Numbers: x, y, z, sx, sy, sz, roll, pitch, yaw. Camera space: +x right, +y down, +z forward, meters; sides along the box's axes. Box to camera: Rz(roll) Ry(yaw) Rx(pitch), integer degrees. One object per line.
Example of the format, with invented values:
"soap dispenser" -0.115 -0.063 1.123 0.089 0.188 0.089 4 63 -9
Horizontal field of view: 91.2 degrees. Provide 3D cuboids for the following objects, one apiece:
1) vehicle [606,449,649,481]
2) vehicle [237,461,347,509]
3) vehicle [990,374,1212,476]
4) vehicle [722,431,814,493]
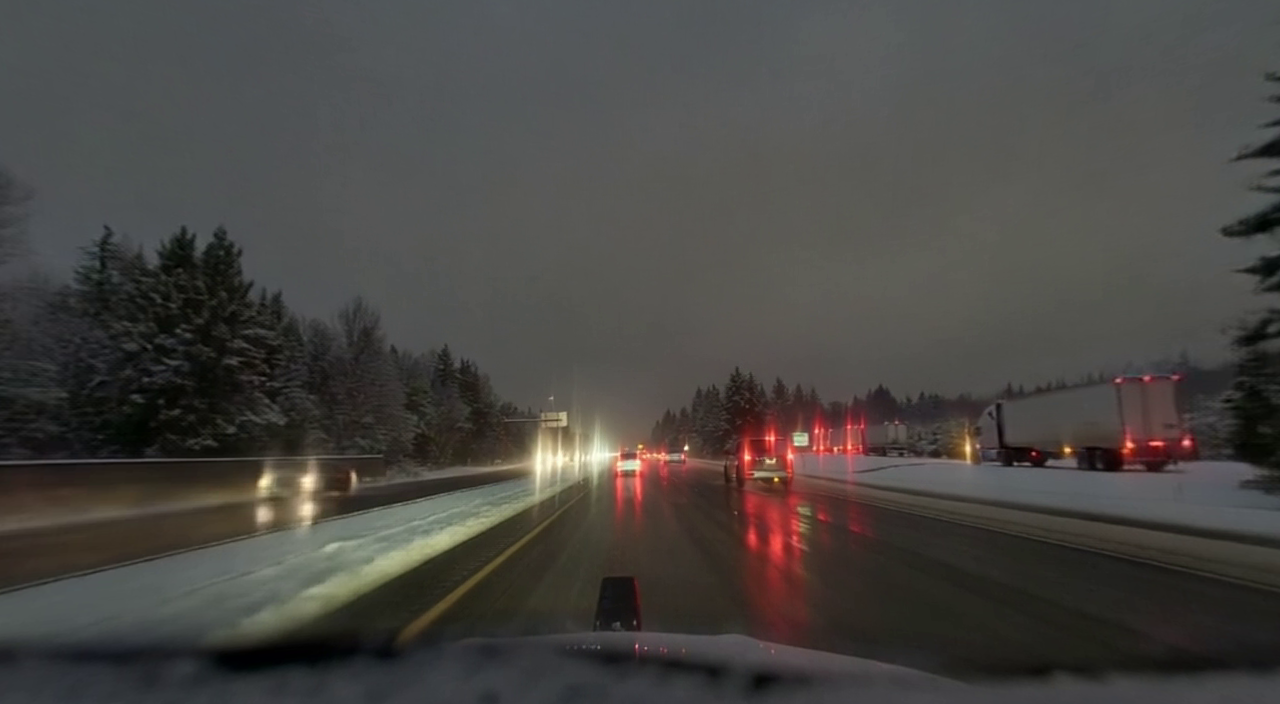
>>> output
"vehicle" -0.600 5.689 31.744 2.029 1.483 3.769 0 -9 0
"vehicle" -12.891 4.904 23.529 1.844 1.542 4.013 0 -9 0
"vehicle" 22.407 4.019 32.191 2.890 4.108 13.635 -2 -9 8
"vehicle" 4.452 3.947 22.741 2.261 1.952 4.784 0 -9 -1
